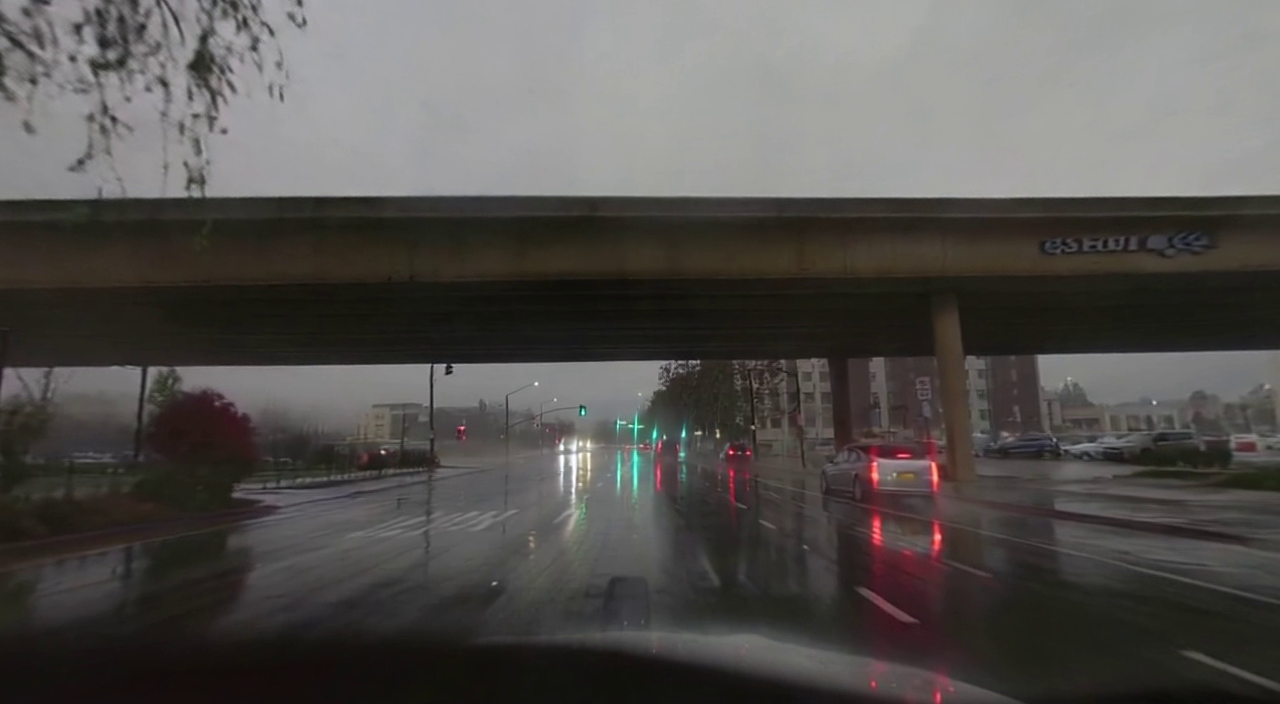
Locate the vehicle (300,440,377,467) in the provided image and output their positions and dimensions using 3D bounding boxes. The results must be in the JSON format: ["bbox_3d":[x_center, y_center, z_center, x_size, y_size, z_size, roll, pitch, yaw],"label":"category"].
[{"bbox_3d":[-20.741,6.975,43.511,4.335,1.772,1.927,1,-9,-5],"label":"vehicle"}]

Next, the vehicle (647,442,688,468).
[{"bbox_3d":[1.605,6.312,38.750,2.280,1.475,4.051,0,-8,-1],"label":"vehicle"}]

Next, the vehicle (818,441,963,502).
[{"bbox_3d":[6.629,3.197,17.348,2.035,1.435,4.481,0,-9,-2],"label":"vehicle"}]

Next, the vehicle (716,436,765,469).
[{"bbox_3d":[6.203,6.250,39.508,2.154,1.915,4.908,0,-9,-2],"label":"vehicle"}]
